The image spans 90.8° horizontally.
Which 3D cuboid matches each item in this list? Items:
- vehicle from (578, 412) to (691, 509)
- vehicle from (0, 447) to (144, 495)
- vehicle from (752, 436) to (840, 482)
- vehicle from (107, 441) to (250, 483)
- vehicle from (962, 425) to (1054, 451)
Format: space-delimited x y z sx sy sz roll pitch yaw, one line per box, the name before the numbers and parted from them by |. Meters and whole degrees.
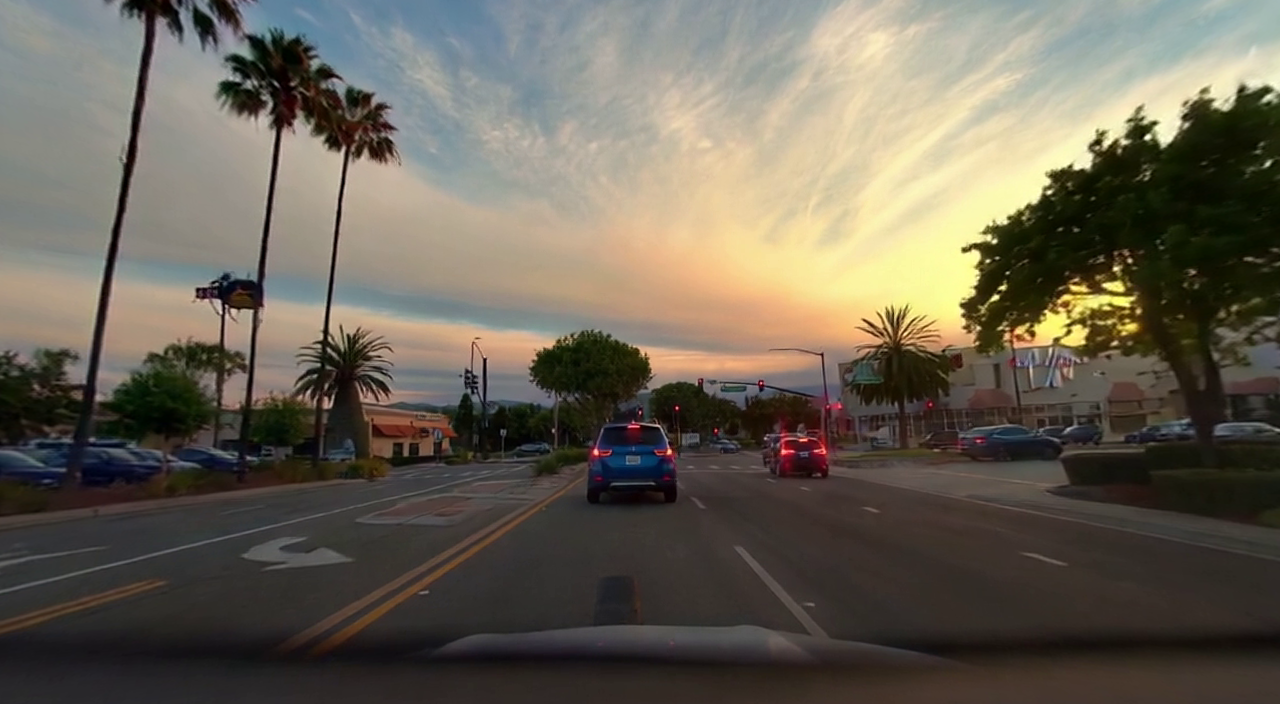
vehicle | -0.296 2.542 15.144 2.263 1.932 4.709 1 -9 -5
vehicle | -19.638 3.961 21.201 4.370 1.504 1.864 0 -9 2
vehicle | 5.798 4.041 24.140 2.086 1.560 4.542 0 -9 -2
vehicle | -19.319 4.609 26.578 4.510 1.682 1.902 0 -9 2
vehicle | 26.915 6.348 46.390 5.390 1.773 2.119 -3 -9 16
